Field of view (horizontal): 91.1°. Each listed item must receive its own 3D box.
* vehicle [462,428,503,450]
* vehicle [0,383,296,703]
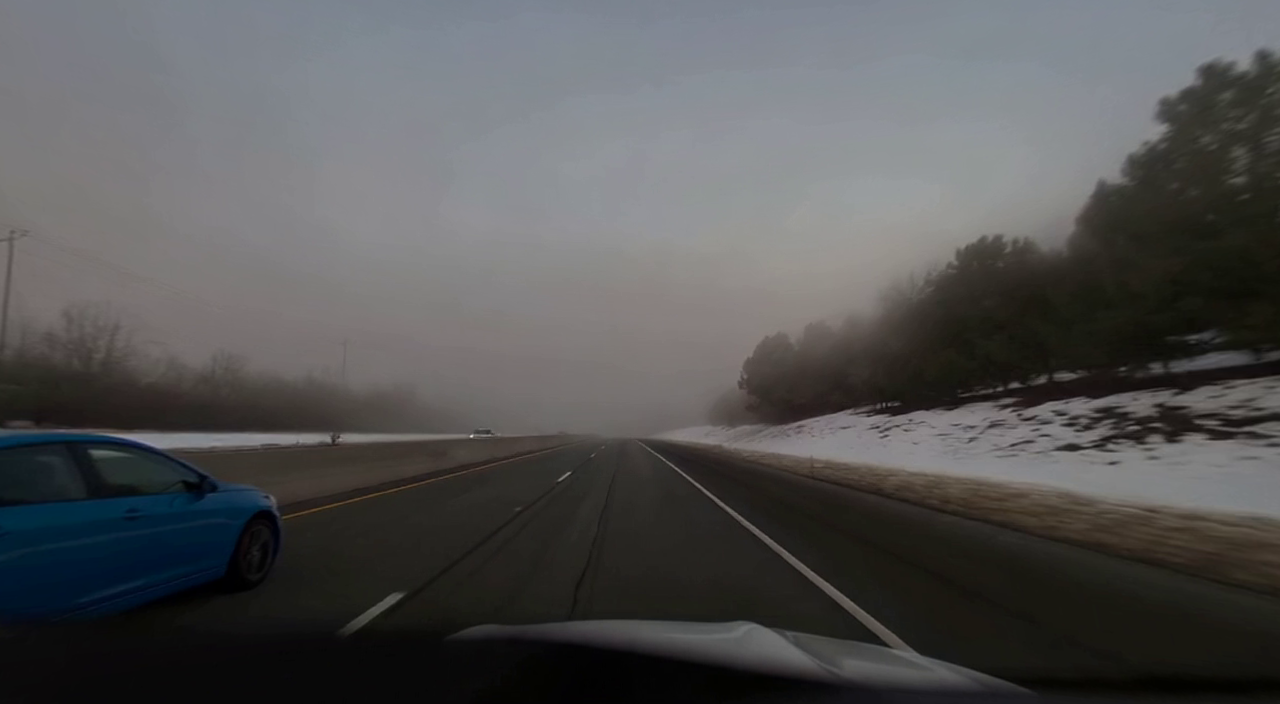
[{"bbox_3d":[-11.650,6.469,46.826,1.933,1.526,4.646,0,-8,-1],"label":"vehicle"},{"bbox_3d":[-3.921,0.974,3.284,1.999,1.536,3.969,0,-8,-1],"label":"vehicle"}]
